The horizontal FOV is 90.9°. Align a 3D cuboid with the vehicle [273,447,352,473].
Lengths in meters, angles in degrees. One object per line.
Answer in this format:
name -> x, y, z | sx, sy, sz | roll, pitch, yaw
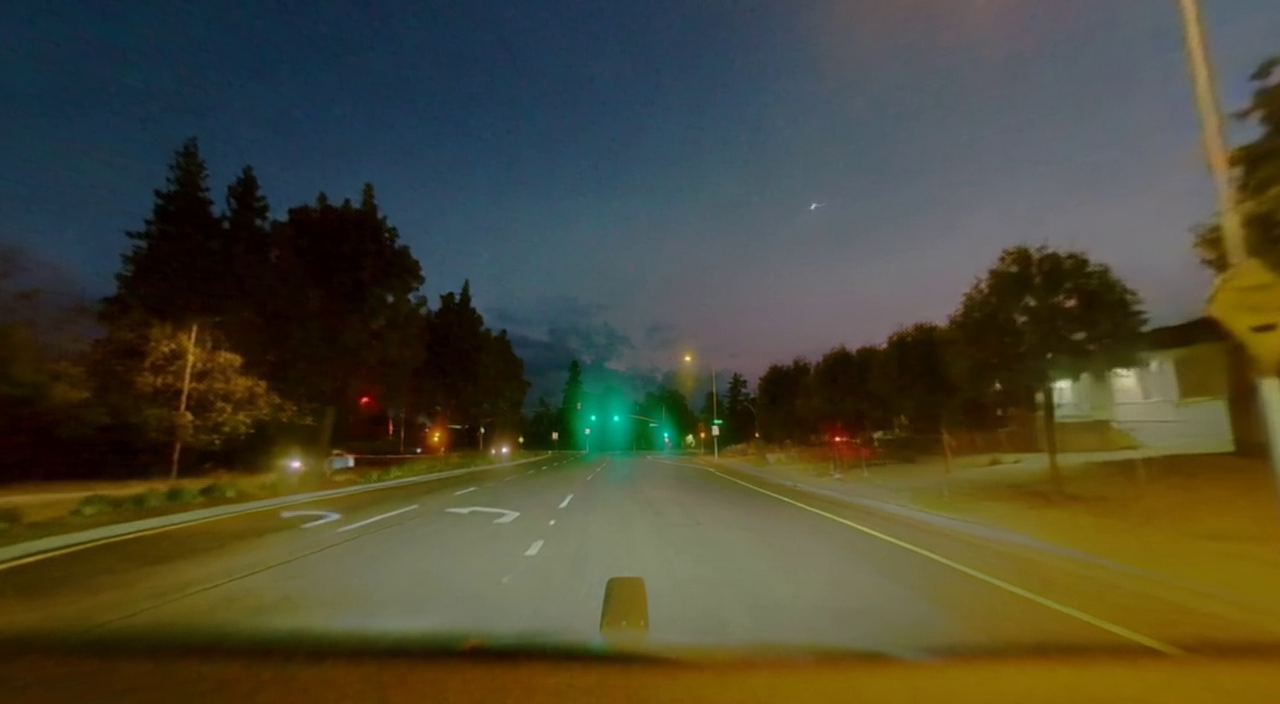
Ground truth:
vehicle -> -19.813, 6.533, 38.420 | 2.042, 1.484, 4.950 | 0, -8, 2
